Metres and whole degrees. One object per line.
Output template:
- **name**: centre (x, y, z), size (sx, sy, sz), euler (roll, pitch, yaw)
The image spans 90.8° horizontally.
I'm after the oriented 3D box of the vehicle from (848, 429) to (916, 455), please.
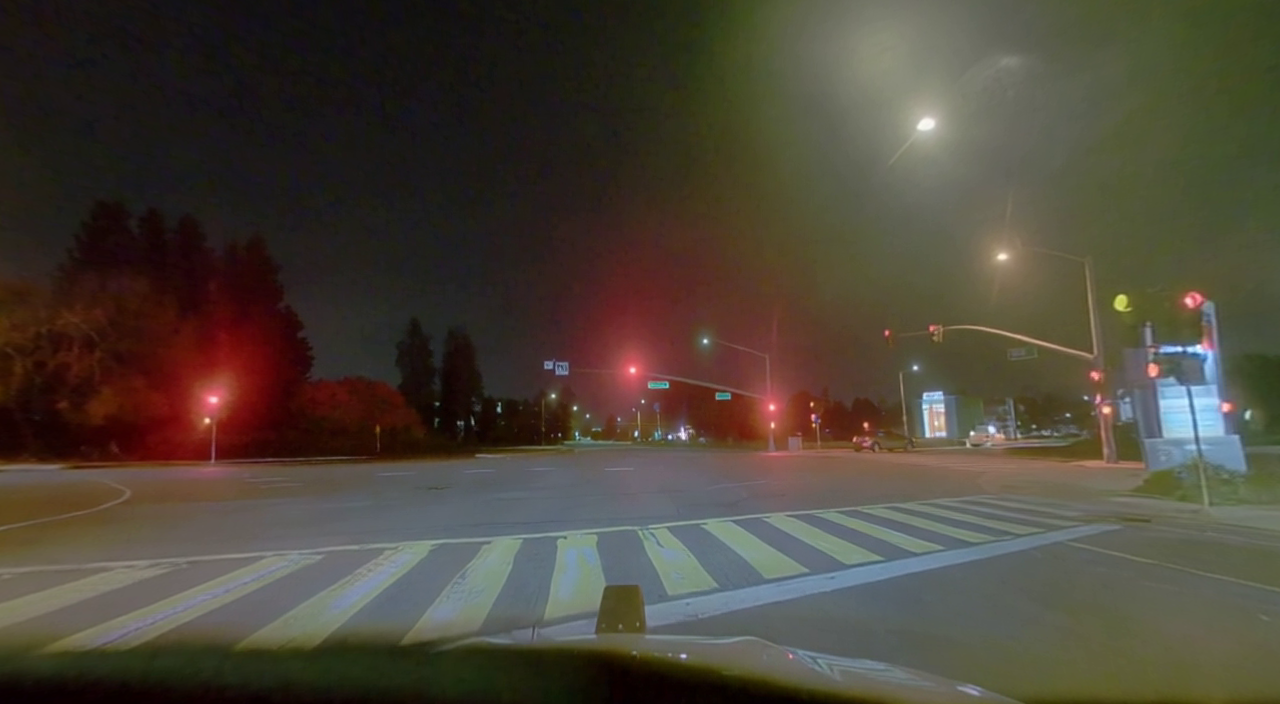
- **vehicle**: centre (17.654, 6.551, 46.059), size (4.600, 1.783, 1.970), euler (4, -9, -26)
